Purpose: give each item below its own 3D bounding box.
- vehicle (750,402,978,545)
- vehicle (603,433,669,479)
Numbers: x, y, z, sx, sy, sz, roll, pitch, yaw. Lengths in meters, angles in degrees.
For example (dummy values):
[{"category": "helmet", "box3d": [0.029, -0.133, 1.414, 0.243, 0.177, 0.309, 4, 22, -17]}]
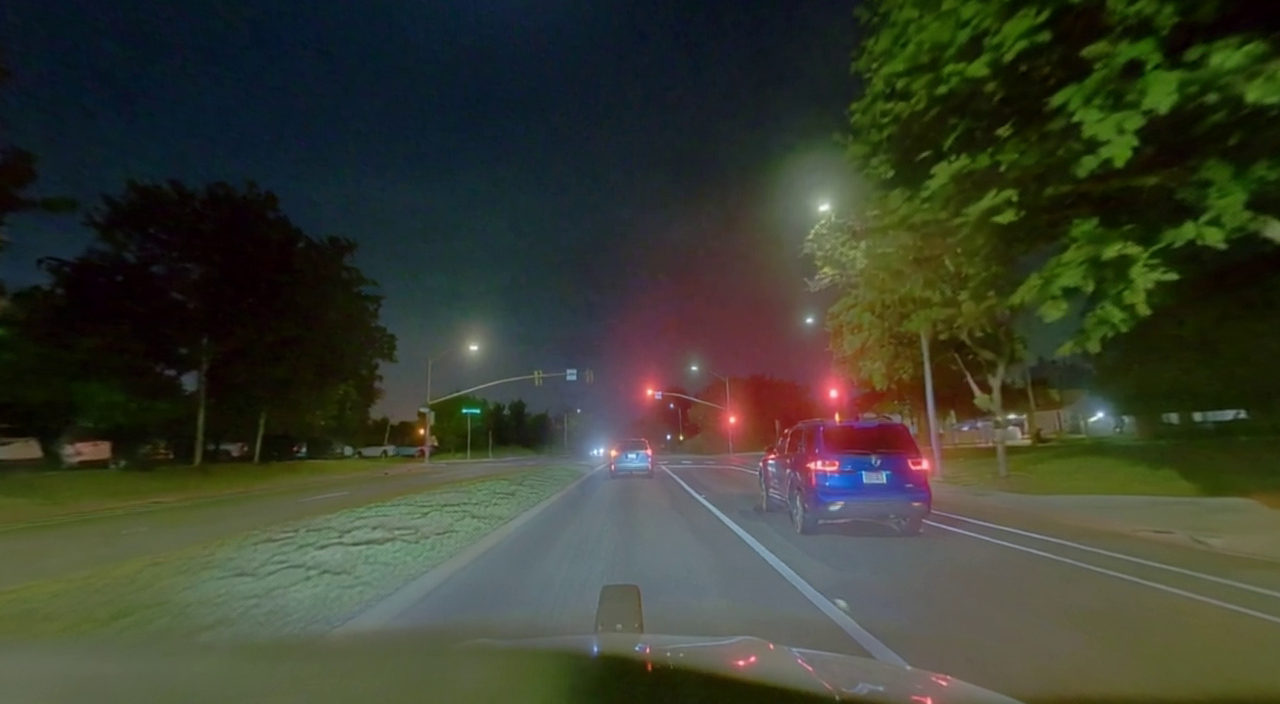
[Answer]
[{"category": "vehicle", "box3d": [3.172, 1.838, 10.114, 2.046, 1.768, 4.370, 0, -8, 0]}, {"category": "vehicle", "box3d": [-0.143, 3.771, 23.163, 2.177, 1.512, 4.682, 0, -8, 0]}]
